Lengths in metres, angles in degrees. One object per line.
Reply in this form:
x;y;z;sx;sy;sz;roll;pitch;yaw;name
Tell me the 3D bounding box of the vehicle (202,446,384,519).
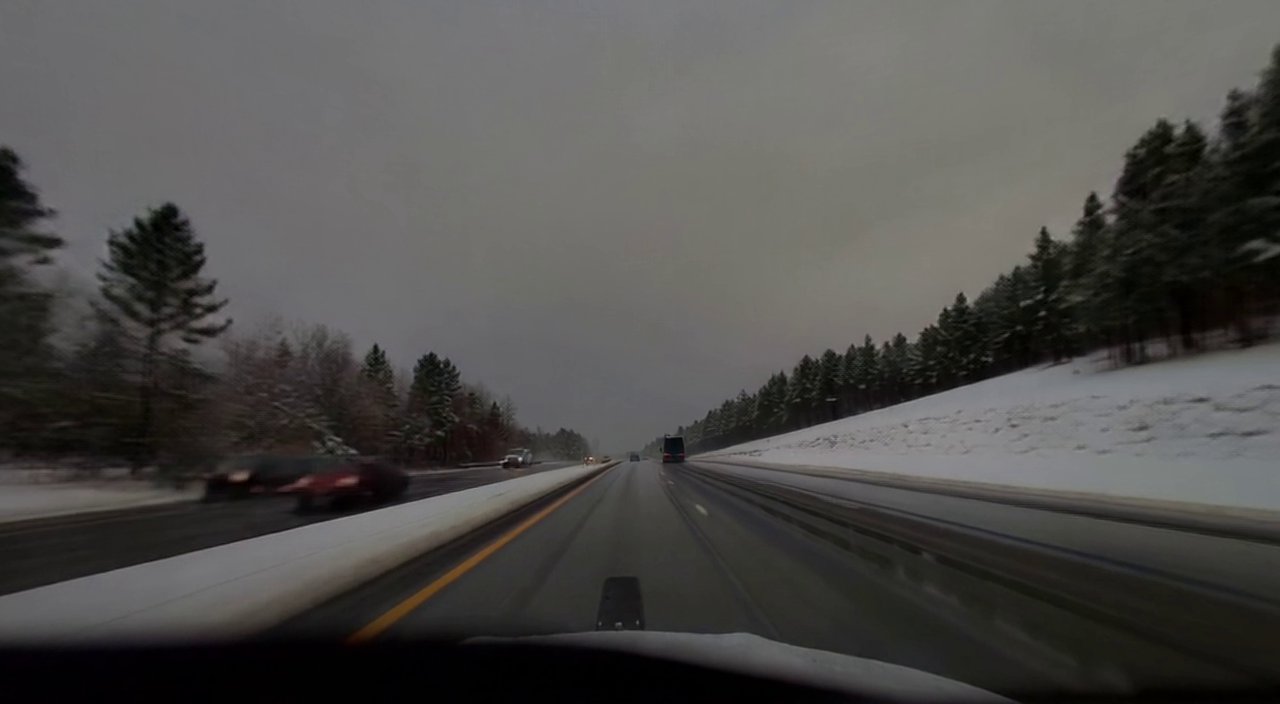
-8.262;3.107;15.616;2.029;1.506;4.335;0;-9;0;vehicle
